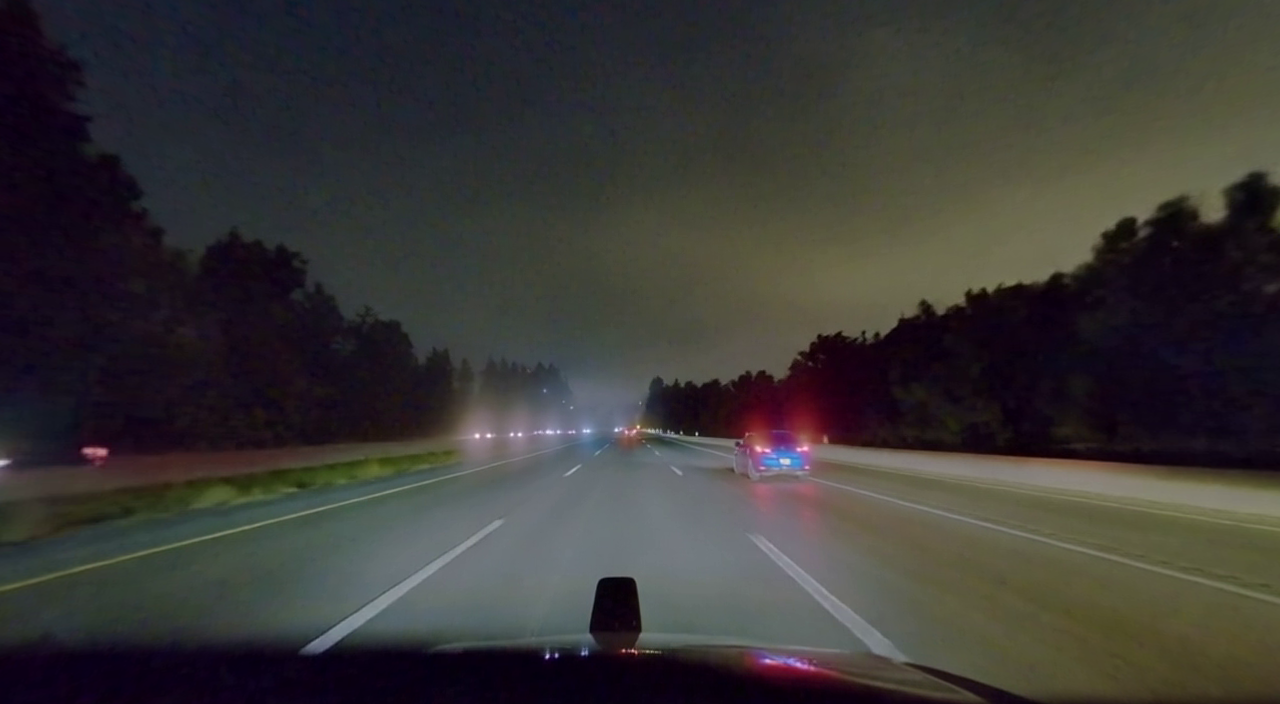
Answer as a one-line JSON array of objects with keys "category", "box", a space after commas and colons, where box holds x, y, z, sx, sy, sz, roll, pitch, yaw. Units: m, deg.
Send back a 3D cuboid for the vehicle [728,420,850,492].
[{"category": "vehicle", "box": [3.573, 2.569, 15.868, 1.973, 1.563, 3.959, 0, -8, -2]}]
